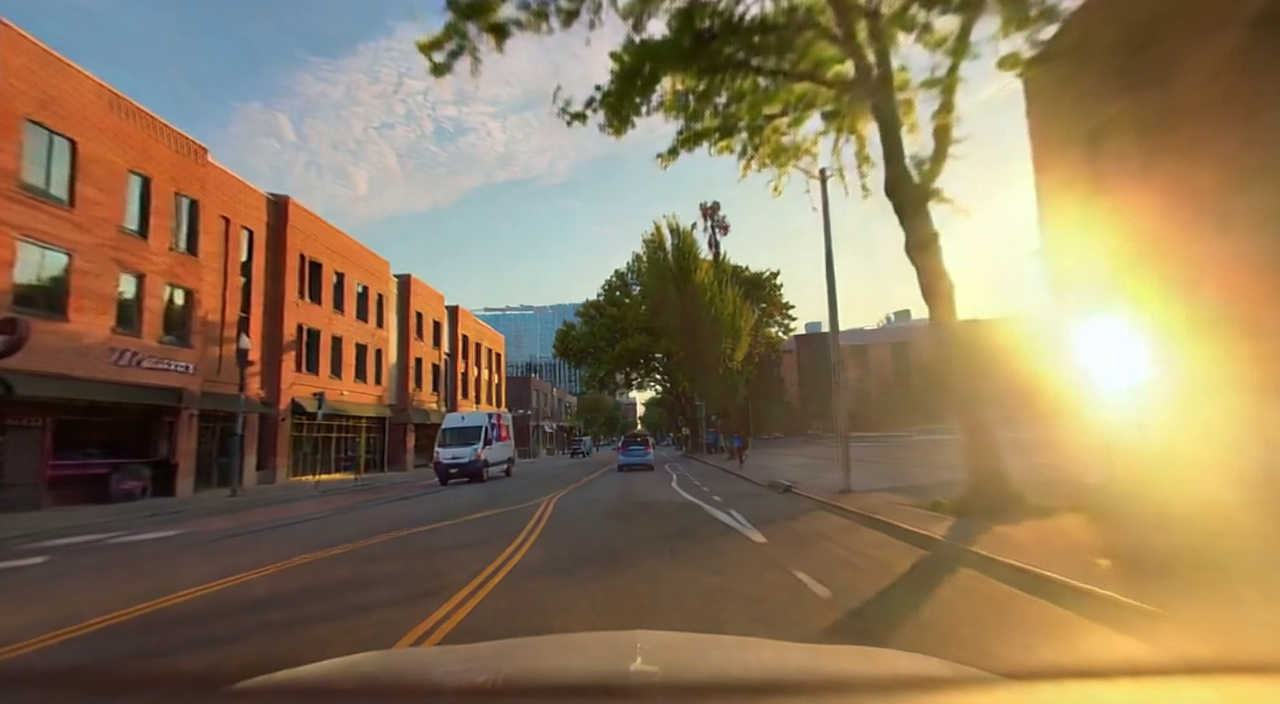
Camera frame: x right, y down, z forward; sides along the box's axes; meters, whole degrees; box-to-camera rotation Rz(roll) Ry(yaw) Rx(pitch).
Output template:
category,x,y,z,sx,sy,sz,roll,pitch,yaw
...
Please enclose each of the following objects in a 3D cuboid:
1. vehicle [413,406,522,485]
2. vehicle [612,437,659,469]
category,x,y,z,sx,sy,sz,roll,pitch,yaw
vehicle,-7.429,4.166,28.379,2.754,3.065,7.103,0,-8,1
vehicle,-0.197,5.403,33.950,2.356,1.572,4.810,0,-8,1
